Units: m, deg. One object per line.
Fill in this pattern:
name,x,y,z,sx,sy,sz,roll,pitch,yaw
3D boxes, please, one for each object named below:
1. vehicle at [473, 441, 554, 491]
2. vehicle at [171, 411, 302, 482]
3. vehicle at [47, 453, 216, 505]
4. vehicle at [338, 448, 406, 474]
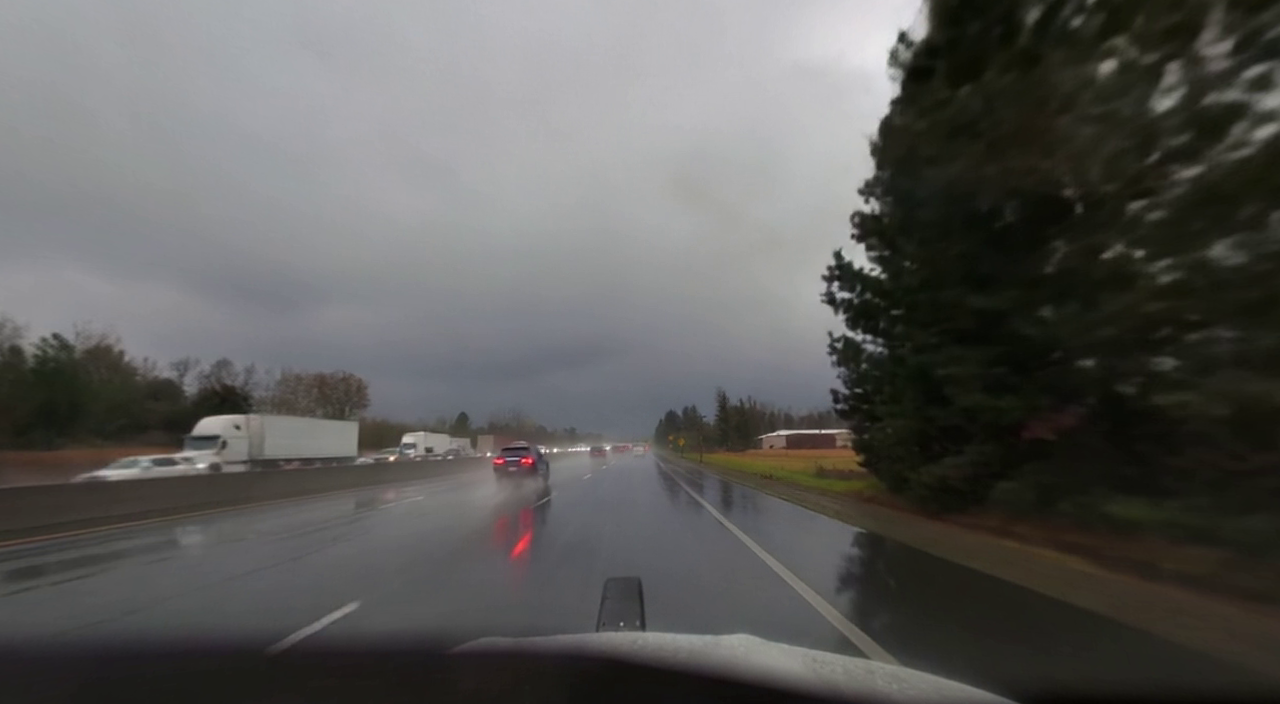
vehicle,-4.236,3.894,21.811,1.954,1.541,4.079,0,-9,0
vehicle,-23.510,5.587,37.302,3.382,3.837,6.276,0,-9,0
vehicle,-15.719,3.902,19.862,1.828,1.403,4.196,0,-9,0
vehicle,-16.054,6.532,38.029,2.078,1.493,4.427,0,-9,1
